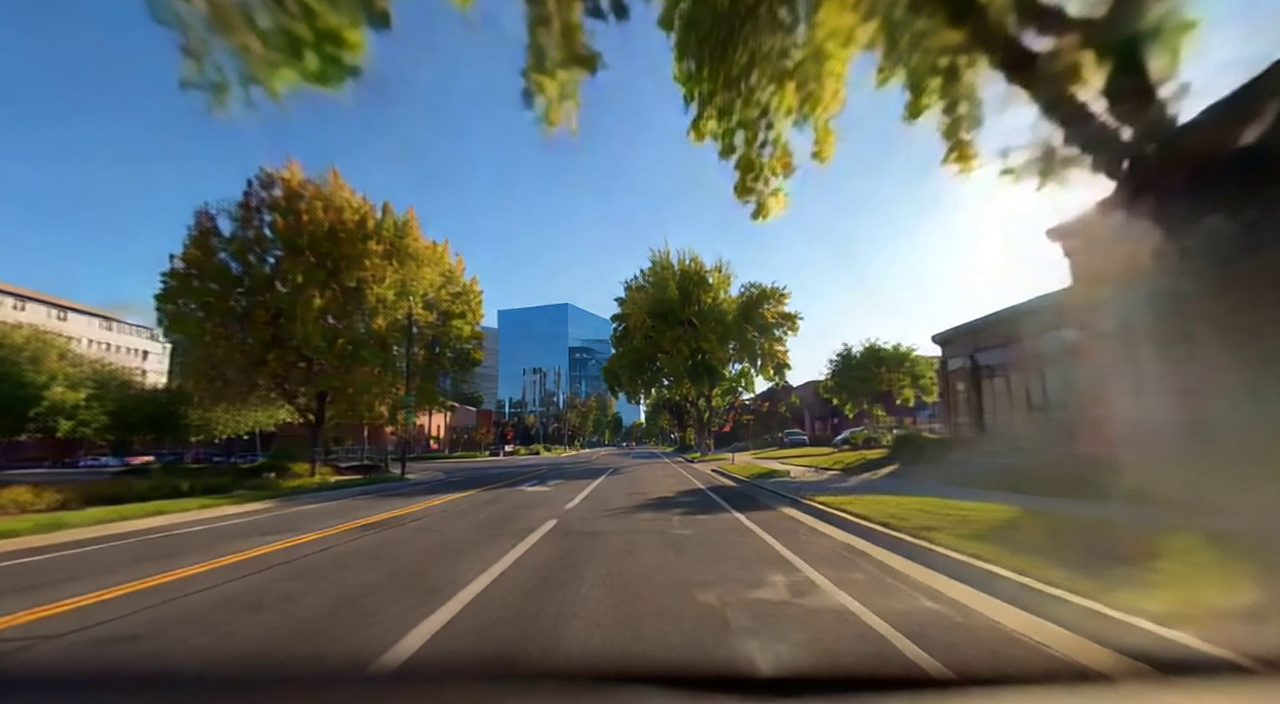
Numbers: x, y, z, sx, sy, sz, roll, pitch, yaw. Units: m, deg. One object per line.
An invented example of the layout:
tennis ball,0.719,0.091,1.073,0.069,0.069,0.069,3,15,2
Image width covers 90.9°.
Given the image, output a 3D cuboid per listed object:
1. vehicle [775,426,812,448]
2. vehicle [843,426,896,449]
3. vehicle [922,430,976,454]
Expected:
vehicle,12.006,6.687,49.585,2.036,1.636,4.995,0,-8,5
vehicle,15.425,5.808,42.638,1.866,1.420,4.447,0,-8,0
vehicle,20.809,6.068,42.537,1.766,1.560,3.695,0,-8,0
